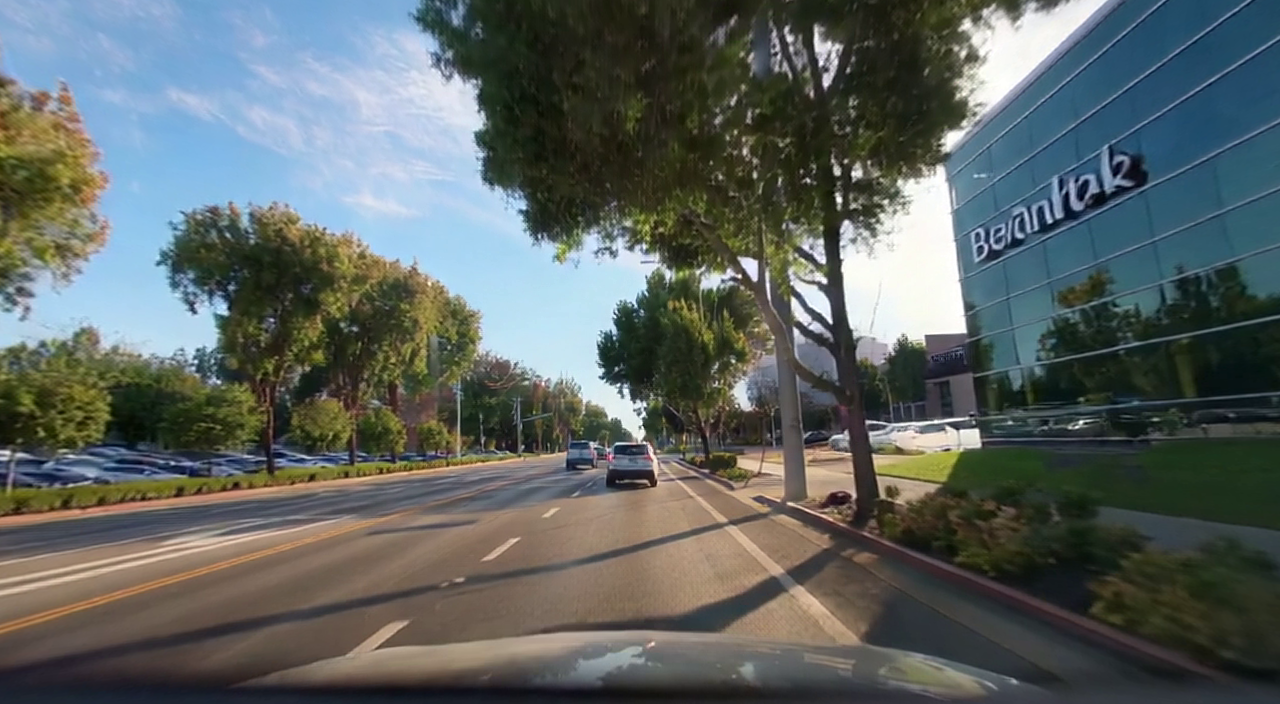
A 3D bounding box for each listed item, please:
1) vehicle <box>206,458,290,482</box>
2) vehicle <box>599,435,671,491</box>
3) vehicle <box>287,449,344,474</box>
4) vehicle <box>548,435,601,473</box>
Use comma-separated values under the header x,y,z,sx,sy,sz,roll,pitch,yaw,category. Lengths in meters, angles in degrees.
x,y,z,sx,sy,sz,roll,pitch,yaw,category
-26.328,7.895,42.391,4.553,1.479,1.768,-1,-8,7,vehicle
-0.130,3.576,20.630,2.108,1.612,4.246,0,-8,0,vehicle
-24.481,8.263,47.704,1.791,1.724,4.432,0,-8,2,vehicle
-3.387,5.390,33.571,2.064,1.859,5.154,0,-8,2,vehicle
